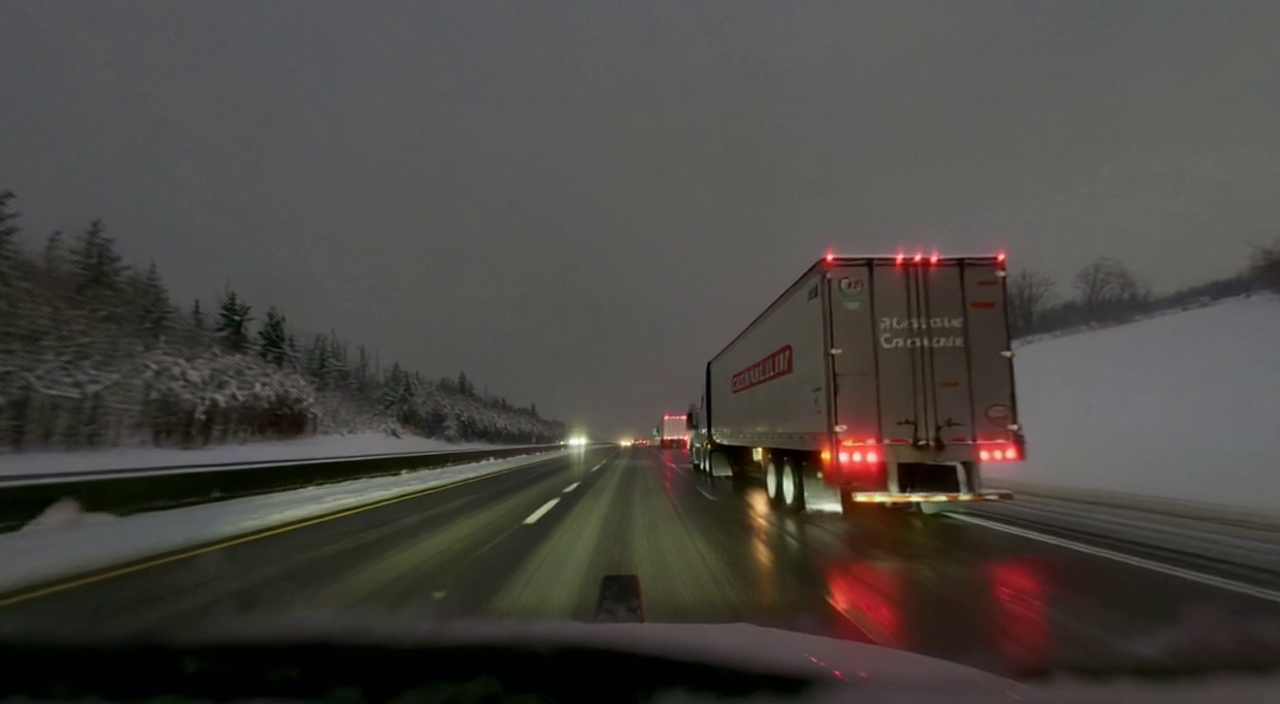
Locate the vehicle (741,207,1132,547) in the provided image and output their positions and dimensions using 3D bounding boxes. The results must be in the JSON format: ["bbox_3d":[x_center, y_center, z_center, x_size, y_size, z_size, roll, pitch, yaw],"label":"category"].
[{"bbox_3d":[4.059,0.840,11.697,2.840,3.947,8.920,0,-8,0],"label":"vehicle"}]
